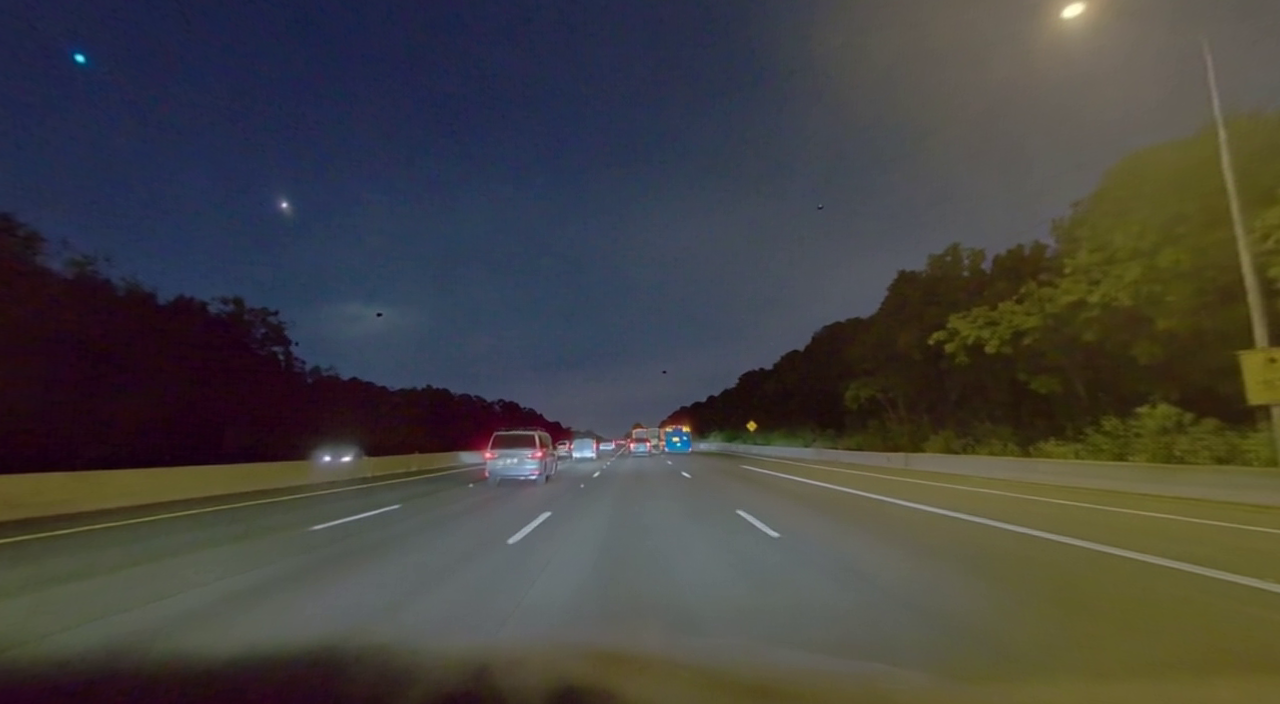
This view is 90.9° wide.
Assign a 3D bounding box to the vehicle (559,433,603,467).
[{"bbox_3d":[-3.438,5.857,37.640,2.155,1.843,4.567,-1,-9,0],"label":"vehicle"}]

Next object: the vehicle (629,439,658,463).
[{"bbox_3d":[0.225,7.313,46.740,2.042,1.632,3.654,-1,-9,0],"label":"vehicle"}]

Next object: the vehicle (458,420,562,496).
[{"bbox_3d":[-3.597,3.057,18.390,2.016,1.898,4.458,-1,-9,1],"label":"vehicle"}]

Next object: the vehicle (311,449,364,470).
[{"bbox_3d":[-23.204,8.268,48.576,1.806,1.464,4.678,-1,-9,0],"label":"vehicle"}]
